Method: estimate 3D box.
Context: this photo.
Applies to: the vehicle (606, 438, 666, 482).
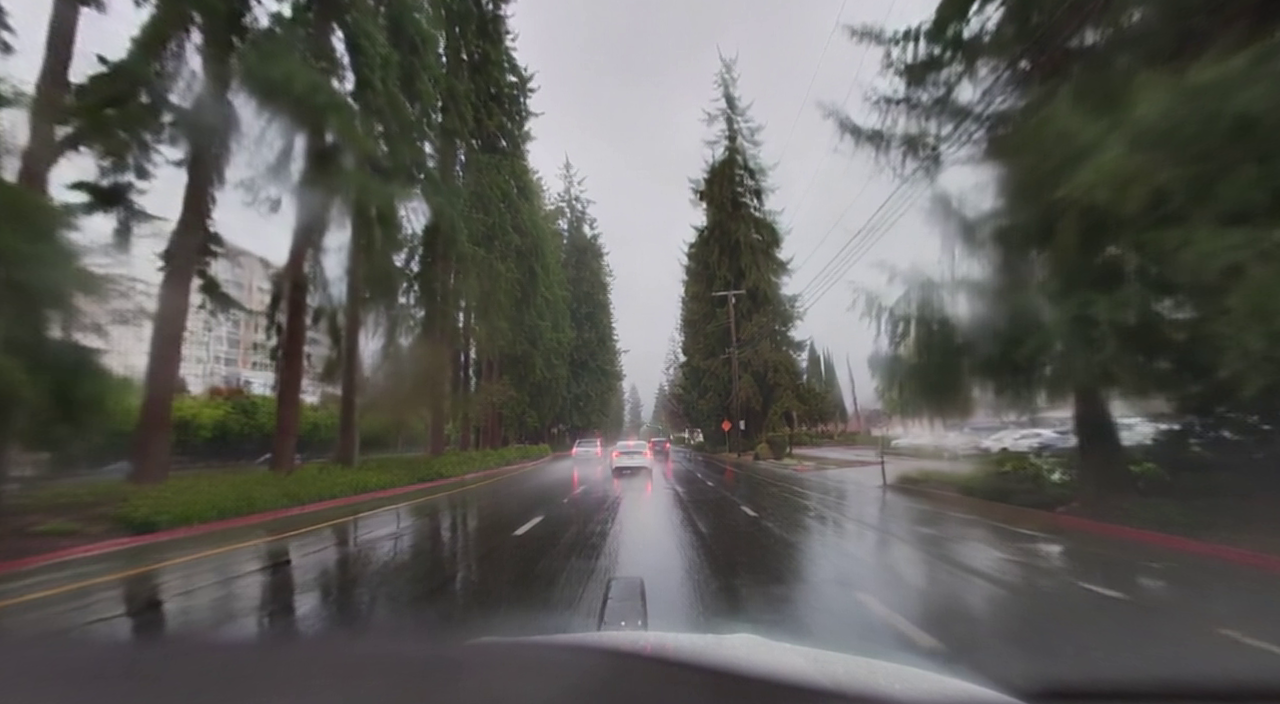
[{"bbox_3d":[-0.137,3.933,23.216,1.991,1.463,3.988,0,-8,0],"label":"vehicle"}]
